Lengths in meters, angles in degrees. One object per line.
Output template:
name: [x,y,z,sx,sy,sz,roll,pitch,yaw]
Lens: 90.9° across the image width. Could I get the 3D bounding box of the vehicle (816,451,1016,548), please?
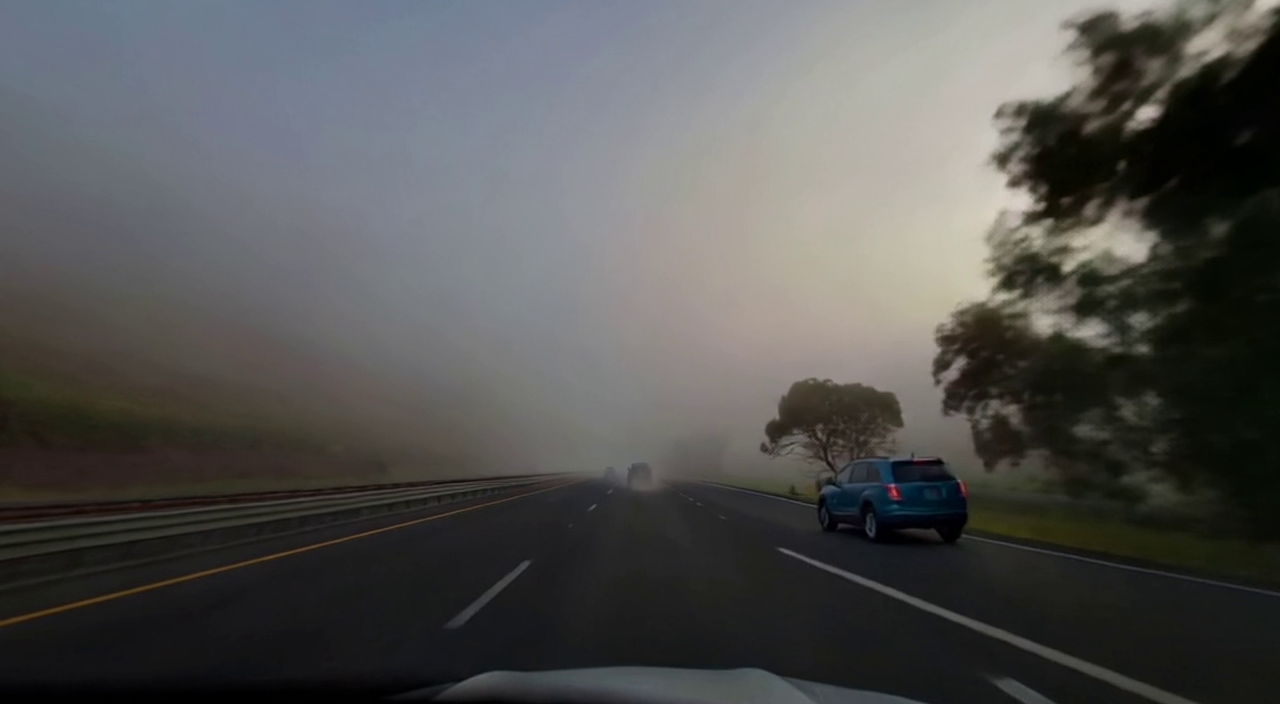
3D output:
vehicle: [5.839,3.204,14.163,2.089,1.770,4.571,2,-11,-5]
